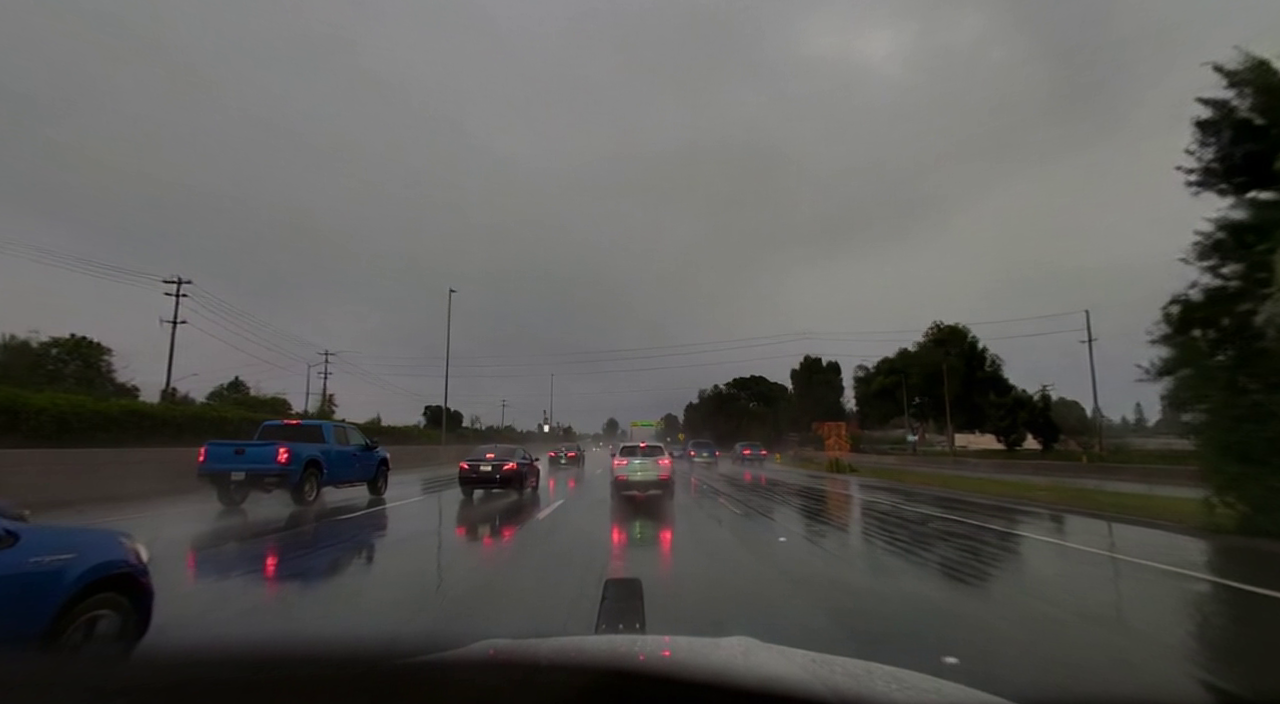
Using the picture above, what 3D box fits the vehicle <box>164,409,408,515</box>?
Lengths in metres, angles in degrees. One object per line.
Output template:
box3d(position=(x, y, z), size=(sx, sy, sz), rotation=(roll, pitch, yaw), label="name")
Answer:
box3d(position=(-7.541, 2.433, 14.444), size=(2.194, 1.922, 5.637), rotation=(0, -8, 1), label="vehicle")

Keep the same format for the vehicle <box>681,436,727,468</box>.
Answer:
box3d(position=(3.787, 6.056, 38.552), size=(2.113, 1.800, 5.376), rotation=(0, -8, -2), label="vehicle")

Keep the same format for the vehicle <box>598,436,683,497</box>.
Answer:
box3d(position=(-0.014, 3.181, 18.009), size=(2.102, 1.499, 4.439), rotation=(0, -8, -1), label="vehicle")

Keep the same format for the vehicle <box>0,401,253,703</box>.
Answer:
box3d(position=(-3.637, 0.849, 1.895), size=(1.955, 1.481, 4.604), rotation=(0, -8, 1), label="vehicle")

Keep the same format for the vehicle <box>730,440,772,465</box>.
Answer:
box3d(position=(7.742, 7.039, 44.460), size=(1.969, 1.608, 4.865), rotation=(0, -8, -1), label="vehicle")

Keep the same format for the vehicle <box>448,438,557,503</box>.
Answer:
box3d(position=(-3.367, 2.978, 16.323), size=(1.899, 1.437, 4.131), rotation=(0, -8, 0), label="vehicle")
